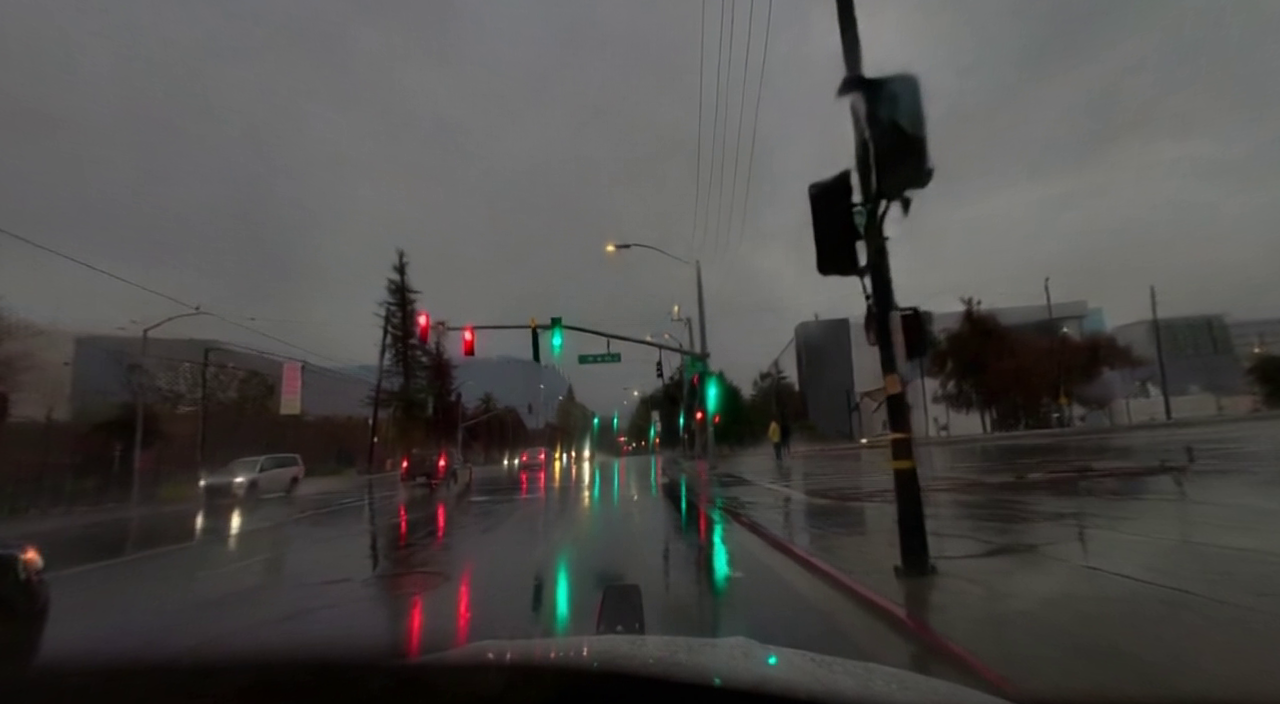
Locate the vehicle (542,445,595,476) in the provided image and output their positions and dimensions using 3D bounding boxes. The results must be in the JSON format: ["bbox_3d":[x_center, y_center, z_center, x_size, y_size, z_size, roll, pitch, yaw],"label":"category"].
[{"bbox_3d":[-3.576,5.488,32.148,2.147,1.472,4.406,0,-9,0],"label":"vehicle"}]

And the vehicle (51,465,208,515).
[{"bbox_3d":[-18.883,5.091,23.650,1.861,1.493,4.754,0,-9,1],"label":"vehicle"}]

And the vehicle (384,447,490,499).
[{"bbox_3d":[-6.519,3.920,20.876,1.960,1.479,4.654,0,-9,0],"label":"vehicle"}]

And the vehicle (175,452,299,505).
[{"bbox_3d":[-15.641,4.897,24.758,2.139,1.692,4.099,-4,-9,1],"label":"vehicle"}]
